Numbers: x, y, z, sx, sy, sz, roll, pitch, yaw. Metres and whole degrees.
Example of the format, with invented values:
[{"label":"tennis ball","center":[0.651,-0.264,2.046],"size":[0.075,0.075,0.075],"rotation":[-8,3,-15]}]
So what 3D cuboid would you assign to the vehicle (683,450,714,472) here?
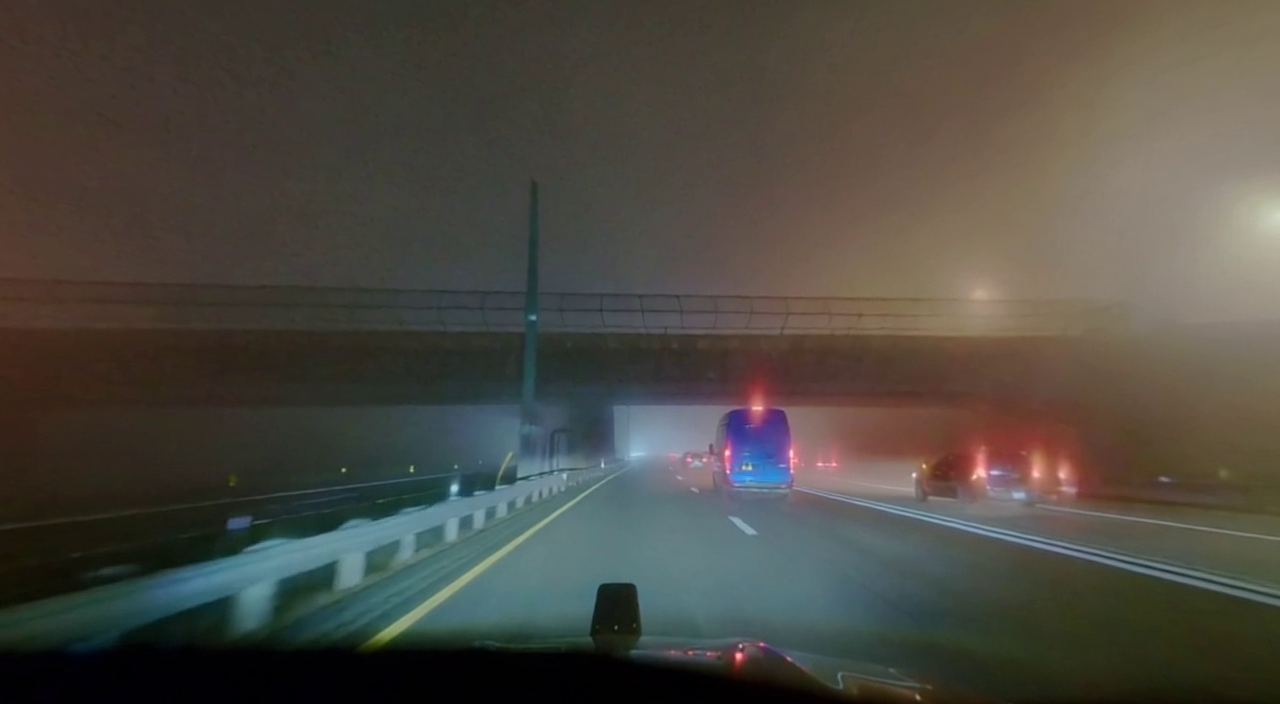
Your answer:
[{"label":"vehicle","center":[4.509,8.454,48.837],"size":[2.131,1.665,4.268],"rotation":[-1,-9,1]}]

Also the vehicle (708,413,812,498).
[{"label":"vehicle","center":[3.979,3.613,22.104],"size":[2.560,2.598,5.581],"rotation":[0,-9,0]}]
